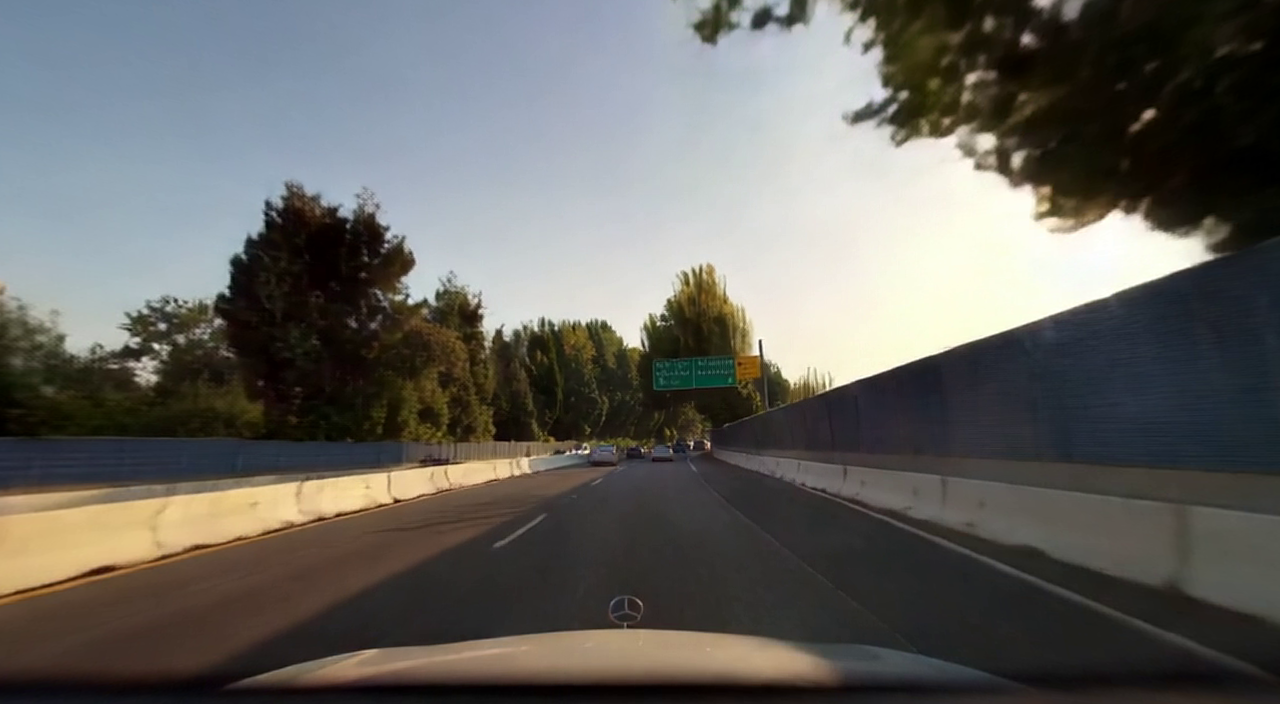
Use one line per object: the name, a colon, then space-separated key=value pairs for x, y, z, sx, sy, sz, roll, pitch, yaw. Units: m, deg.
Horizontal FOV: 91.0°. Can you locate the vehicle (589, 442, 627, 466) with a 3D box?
vehicle: x=-2.061 y=6.682 z=41.461 sx=1.985 sy=1.518 sz=3.847 roll=-1 pitch=-8 yaw=4

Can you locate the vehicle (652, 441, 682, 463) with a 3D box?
vehicle: x=2.014 y=7.389 z=46.474 sx=2.077 sy=1.533 sz=3.854 roll=0 pitch=-8 yaw=3
